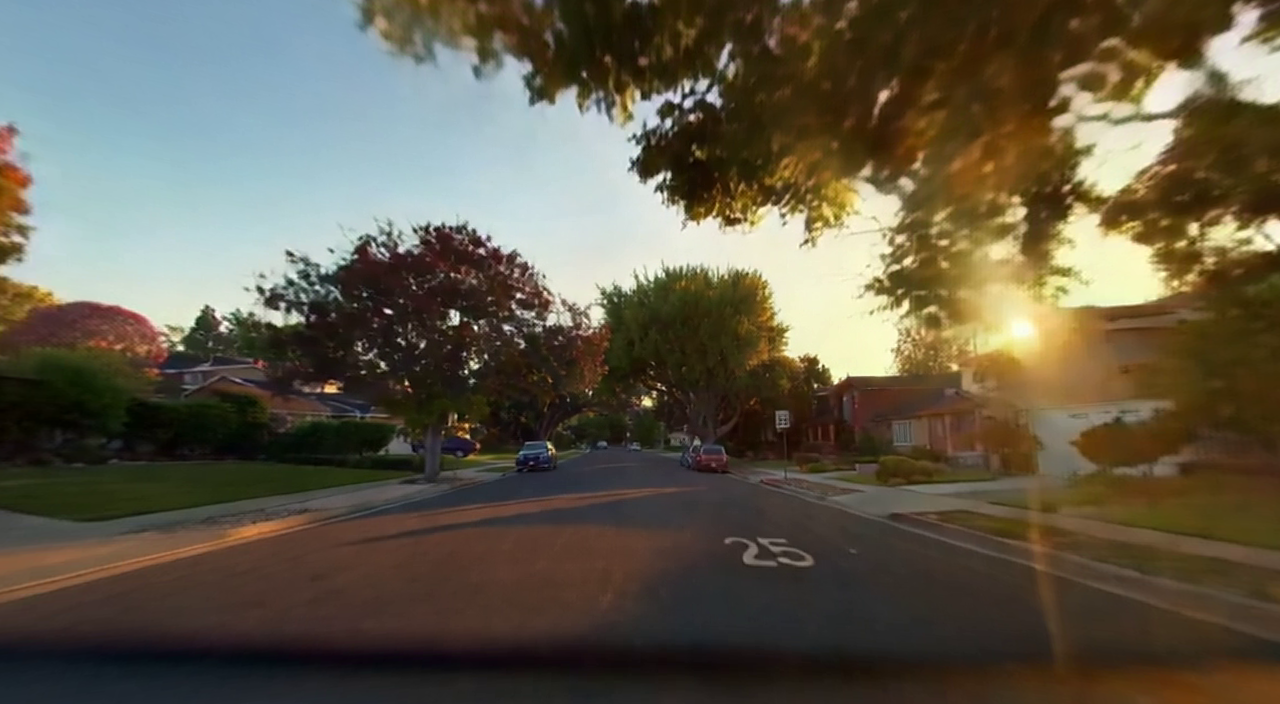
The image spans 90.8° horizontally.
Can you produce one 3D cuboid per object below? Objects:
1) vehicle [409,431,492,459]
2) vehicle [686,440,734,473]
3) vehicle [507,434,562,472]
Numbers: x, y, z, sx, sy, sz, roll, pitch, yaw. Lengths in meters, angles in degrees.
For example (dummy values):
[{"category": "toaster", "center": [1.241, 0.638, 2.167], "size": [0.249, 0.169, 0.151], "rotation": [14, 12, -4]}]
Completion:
[{"category": "vehicle", "center": [-12.970, 6.393, 43.430], "size": [5.024, 1.903, 2.102], "rotation": [0, -9, 1]}, {"category": "vehicle", "center": [3.845, 5.844, 35.432], "size": [2.033, 1.730, 4.554], "rotation": [0, -9, -2]}, {"category": "vehicle", "center": [-5.937, 5.781, 36.235], "size": [2.322, 1.949, 5.695], "rotation": [-1, -9, -1]}]
